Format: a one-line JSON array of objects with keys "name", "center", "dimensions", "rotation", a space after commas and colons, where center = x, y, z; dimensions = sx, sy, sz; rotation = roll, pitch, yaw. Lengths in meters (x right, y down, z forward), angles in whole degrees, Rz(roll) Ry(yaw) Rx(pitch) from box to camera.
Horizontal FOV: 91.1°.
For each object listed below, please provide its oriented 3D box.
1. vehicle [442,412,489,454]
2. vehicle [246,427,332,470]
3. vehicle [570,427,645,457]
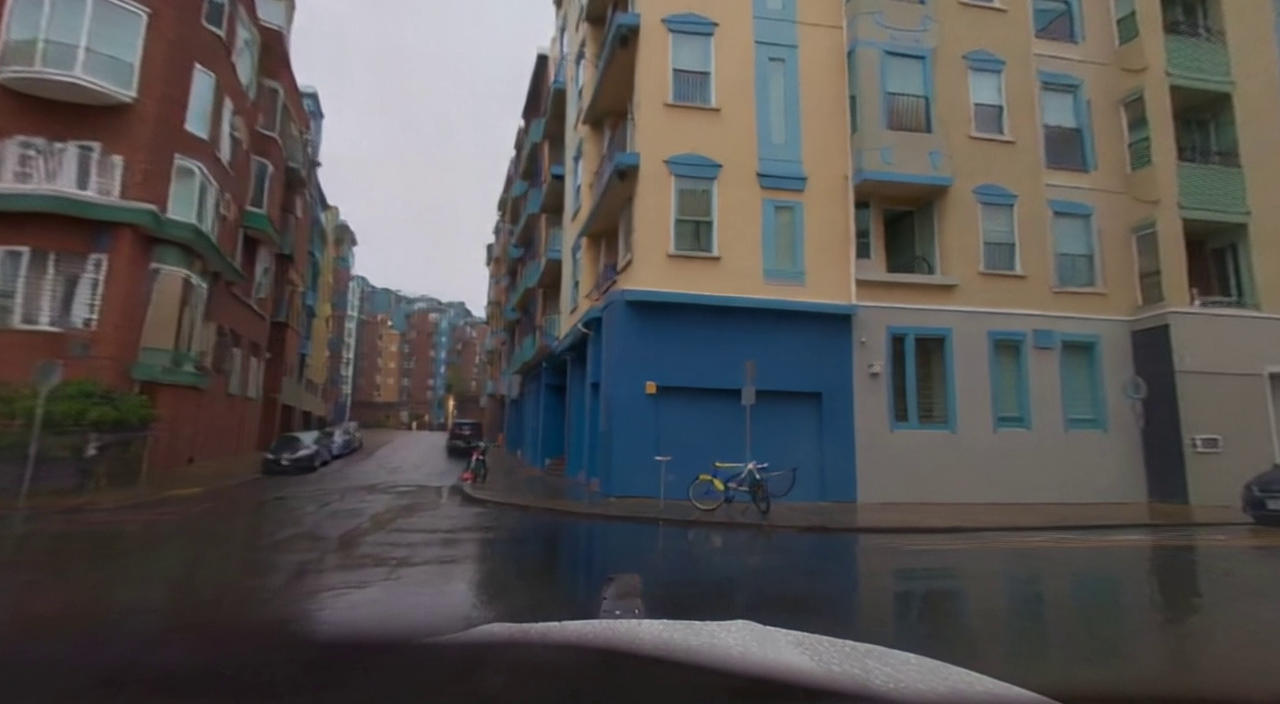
[{"name": "vehicle", "center": [-9.456, 4.388, 33.876], "dimensions": [2.072, 2.074, 4.358], "rotation": [3, -8, -19]}, {"name": "vehicle", "center": [-12.886, 3.554, 23.338], "dimensions": [1.897, 1.431, 3.741], "rotation": [2, -8, -16]}, {"name": "vehicle", "center": [-1.608, 4.415, 30.945], "dimensions": [3.404, 1.431, 1.641], "rotation": [2, -8, -17]}]
